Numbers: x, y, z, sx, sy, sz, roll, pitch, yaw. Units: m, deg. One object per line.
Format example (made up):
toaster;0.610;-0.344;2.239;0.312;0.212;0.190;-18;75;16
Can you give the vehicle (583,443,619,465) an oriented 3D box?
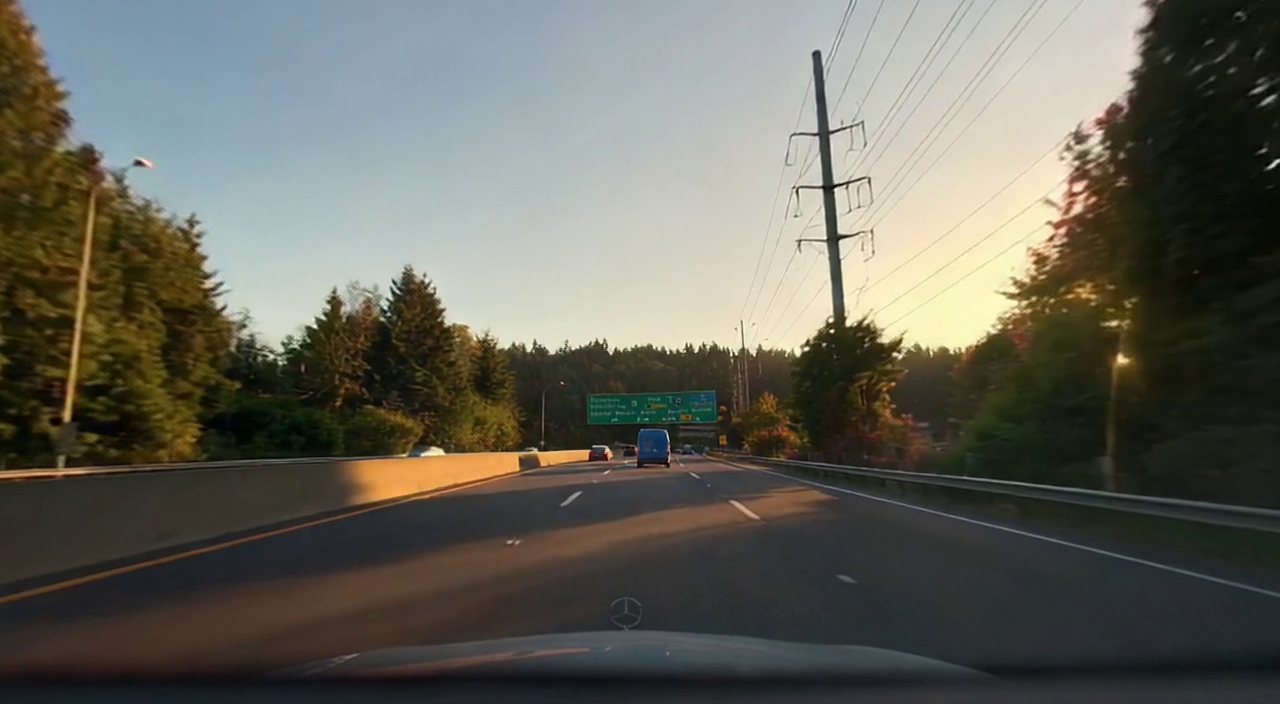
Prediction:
vehicle;-2.594;6.959;43.038;1.996;1.433;4.316;-1;-9;3

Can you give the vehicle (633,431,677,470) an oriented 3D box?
vehicle;0.825;5.448;34.805;2.261;1.969;5.104;0;-9;2
